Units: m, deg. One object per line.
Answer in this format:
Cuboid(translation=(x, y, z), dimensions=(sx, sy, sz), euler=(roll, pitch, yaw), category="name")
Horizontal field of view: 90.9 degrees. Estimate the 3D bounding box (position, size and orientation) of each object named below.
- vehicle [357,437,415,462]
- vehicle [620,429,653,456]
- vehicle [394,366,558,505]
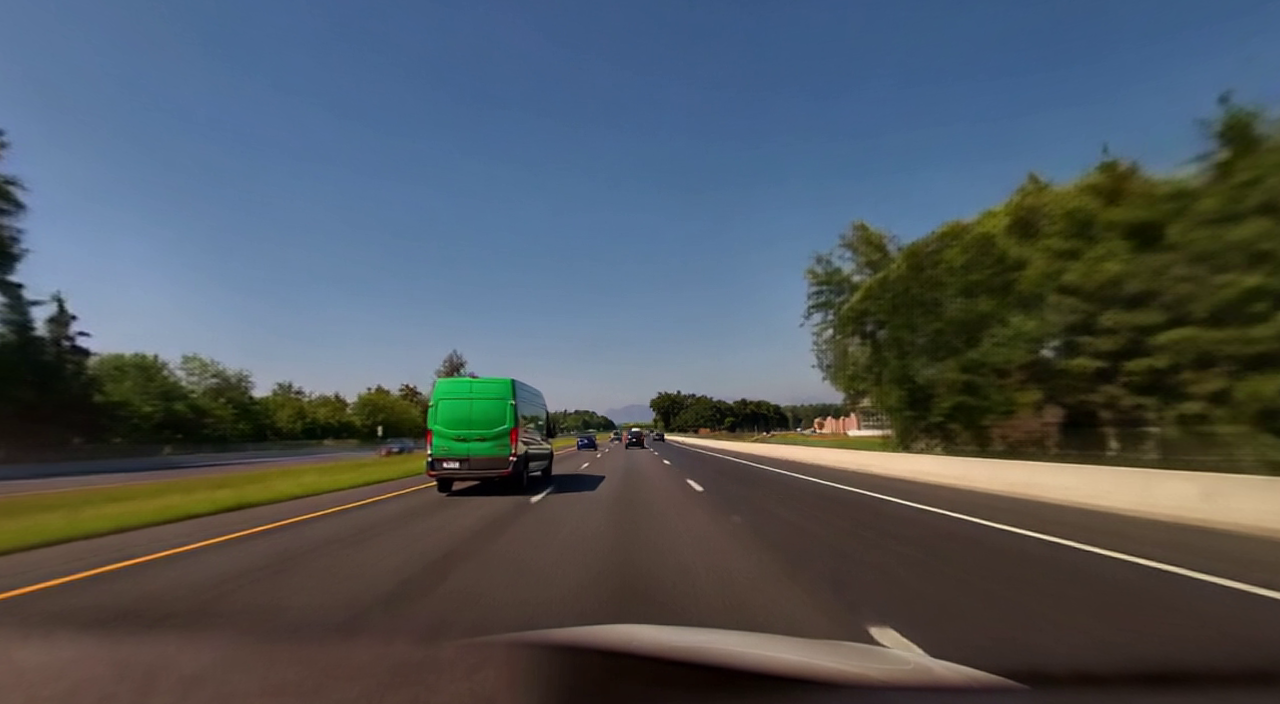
Cuboid(translation=(-15.209, 5.845, 38.003), dimensions=(1.815, 1.449, 4.139), euler=(0, -8, -1), category="vehicle")
Cuboid(translation=(-0.260, 5.972, 41.654), dimensions=(2.104, 1.646, 4.176), euler=(0, -8, -1), category="vehicle")
Cuboid(translation=(-3.429, 1.947, 14.721), dimensions=(2.424, 2.577, 5.828), euler=(0, -8, -2), category="vehicle")
